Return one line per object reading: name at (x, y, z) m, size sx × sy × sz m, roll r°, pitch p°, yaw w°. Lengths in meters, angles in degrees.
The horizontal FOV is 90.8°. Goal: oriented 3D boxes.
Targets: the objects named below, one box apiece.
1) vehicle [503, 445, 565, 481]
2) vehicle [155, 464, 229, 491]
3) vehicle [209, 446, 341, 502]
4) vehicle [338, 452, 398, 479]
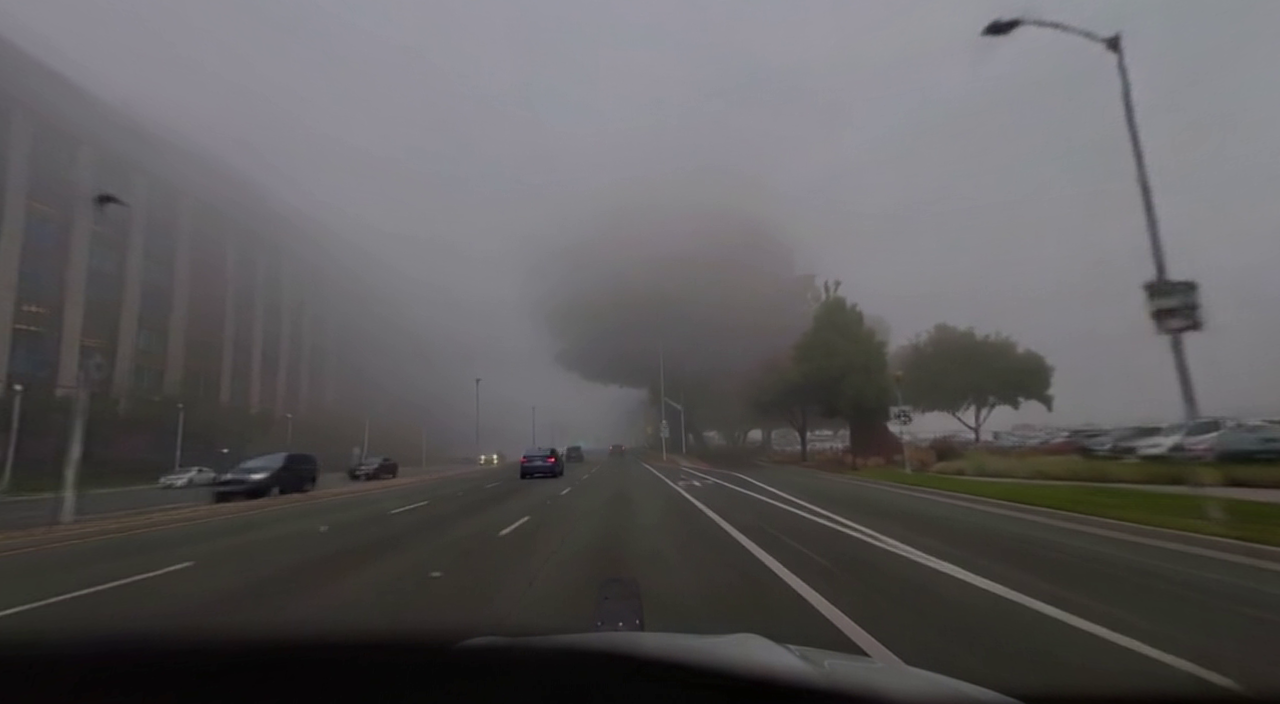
vehicle at (-4.553, 4.833, 27.811) m, size 2.025 × 1.474 × 4.292 m, roll 0°, pitch -9°, yaw -1°
vehicle at (-30.853, 8.633, 43.714) m, size 2.051 × 1.598 × 4.439 m, roll 0°, pitch -9°, yaw -4°
vehicle at (-12.896, 4.301, 22.729) m, size 2.150 × 1.721 × 4.465 m, roll -1°, pitch -9°, yaw -1°
vehicle at (-18.159, 7.550, 42.383) m, size 1.951 × 1.679 × 4.463 m, roll 0°, pitch -9°, yaw 1°
